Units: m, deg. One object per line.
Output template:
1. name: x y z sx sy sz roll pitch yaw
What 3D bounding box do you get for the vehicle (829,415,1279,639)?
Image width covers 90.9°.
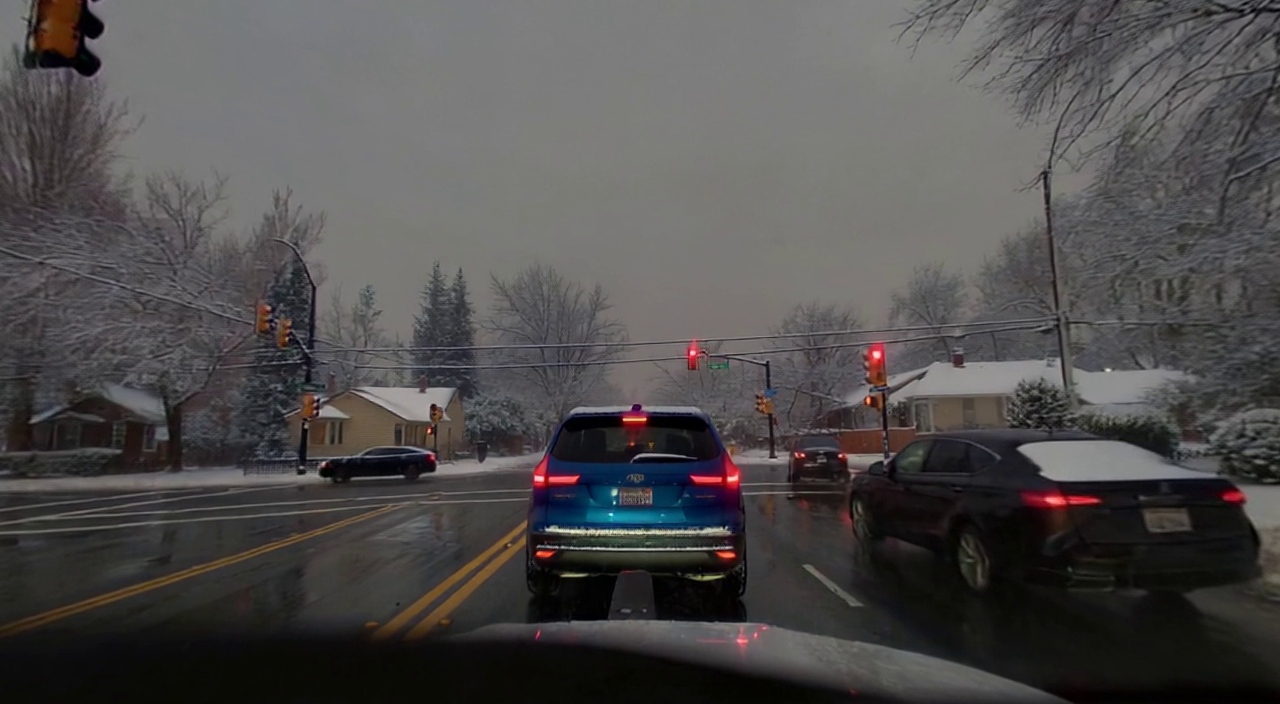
1. vehicle: 3.767 1.561 6.801 2.077 1.527 4.755 0 -8 1

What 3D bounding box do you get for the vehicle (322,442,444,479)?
1. vehicle: -11.194 4.713 27.547 4.723 1.486 1.800 4 -9 -25

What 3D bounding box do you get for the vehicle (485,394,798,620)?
1. vehicle: 0.048 1.475 6.953 2.322 1.667 4.367 0 -8 1
